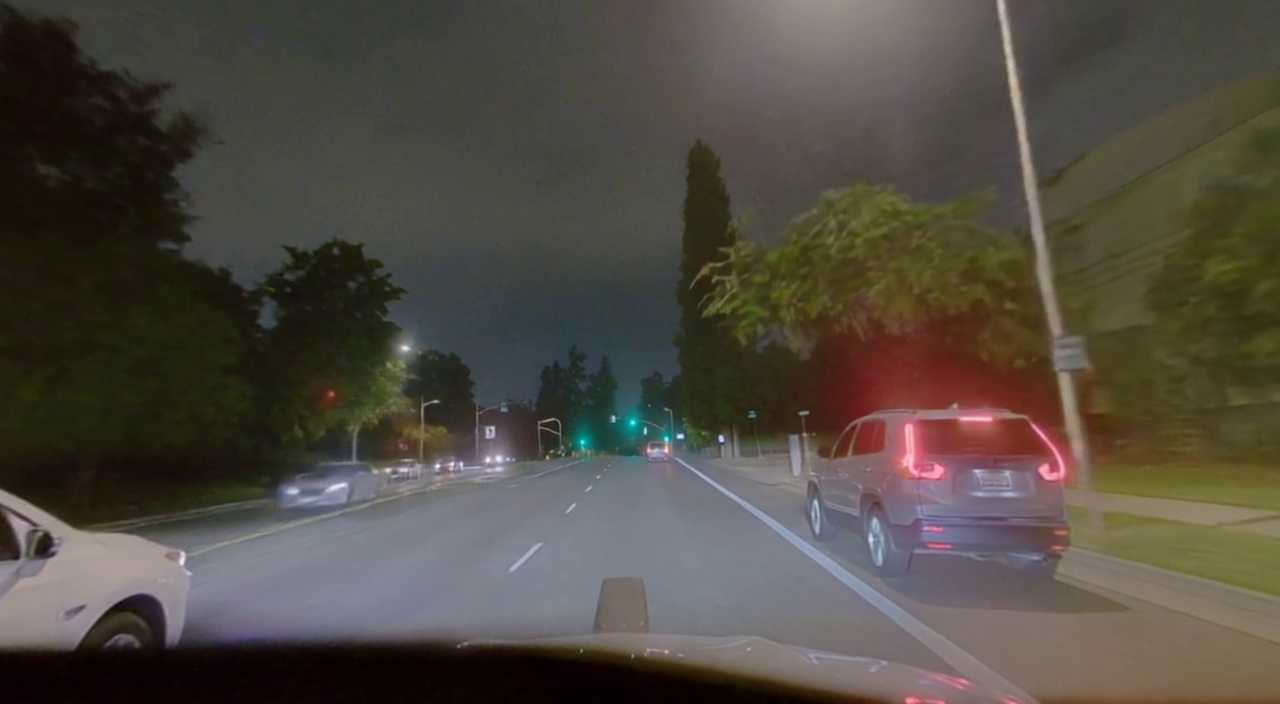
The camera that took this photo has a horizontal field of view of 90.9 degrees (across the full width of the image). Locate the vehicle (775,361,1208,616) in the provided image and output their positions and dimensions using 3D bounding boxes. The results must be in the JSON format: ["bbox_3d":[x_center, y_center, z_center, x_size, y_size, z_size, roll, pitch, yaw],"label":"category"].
[{"bbox_3d":[3.462,1.520,8.014,2.338,2.063,5.592,-1,-8,1],"label":"vehicle"}]

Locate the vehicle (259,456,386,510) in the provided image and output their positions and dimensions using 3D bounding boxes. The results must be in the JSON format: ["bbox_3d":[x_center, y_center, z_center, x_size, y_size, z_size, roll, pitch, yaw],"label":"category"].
[{"bbox_3d":[-10.300,4.248,20.917,1.928,1.482,4.649,0,-8,-2],"label":"vehicle"}]

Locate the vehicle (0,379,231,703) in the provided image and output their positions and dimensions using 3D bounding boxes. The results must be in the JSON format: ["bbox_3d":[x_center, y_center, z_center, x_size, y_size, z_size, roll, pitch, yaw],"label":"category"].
[{"bbox_3d":[-3.530,0.808,1.488,2.058,1.659,4.514,0,-8,0],"label":"vehicle"}]

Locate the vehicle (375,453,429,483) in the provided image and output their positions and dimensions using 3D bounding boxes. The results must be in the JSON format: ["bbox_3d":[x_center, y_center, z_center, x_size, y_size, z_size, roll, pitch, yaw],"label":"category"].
[{"bbox_3d":[-14.755,7.194,39.346,1.954,1.707,4.410,0,-8,-4],"label":"vehicle"}]
